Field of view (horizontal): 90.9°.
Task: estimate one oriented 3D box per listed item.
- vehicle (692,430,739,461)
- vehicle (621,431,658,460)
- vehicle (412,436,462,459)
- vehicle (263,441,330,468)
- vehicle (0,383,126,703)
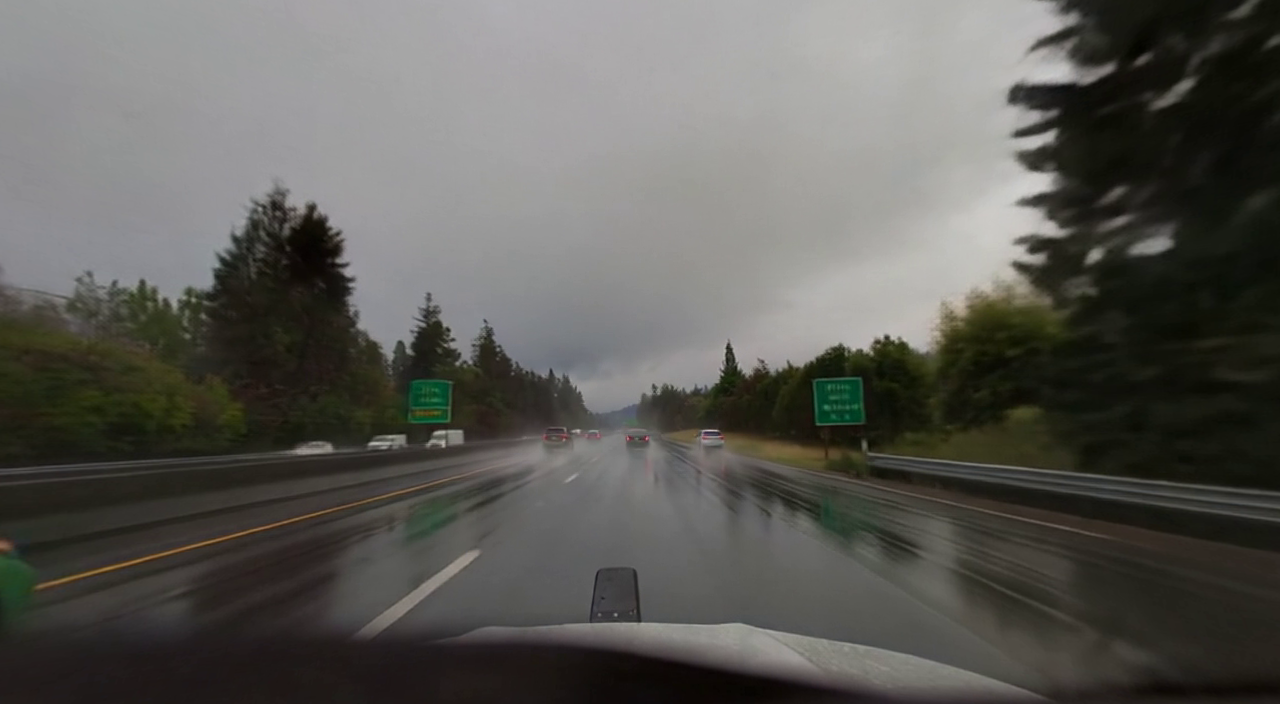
[{"bbox_3d":[3.863,4.853,32.828,1.841,1.491,3.869,0,-8,-2],"label":"vehicle"},{"bbox_3d":[-0.061,5.015,34.123,1.869,1.466,3.356,0,-8,-1],"label":"vehicle"},{"bbox_3d":[-13.982,6.566,43.731,1.926,1.483,4.717,0,-8,-1],"label":"vehicle"},{"bbox_3d":[-20.909,6.238,38.590,1.890,1.473,3.920,-1,-8,0],"label":"vehicle"},{"bbox_3d":[-3.675,0.652,0.827,2.023,1.512,4.804,0,-8,-1],"label":"vehicle"}]
